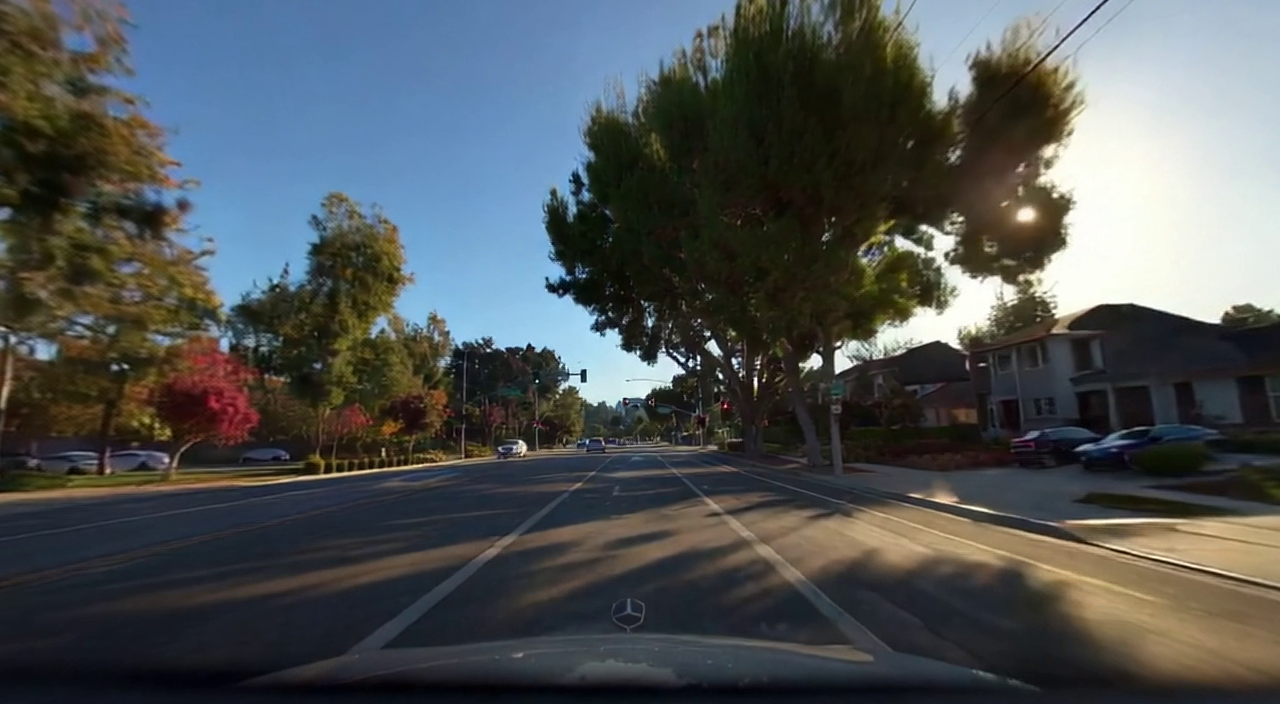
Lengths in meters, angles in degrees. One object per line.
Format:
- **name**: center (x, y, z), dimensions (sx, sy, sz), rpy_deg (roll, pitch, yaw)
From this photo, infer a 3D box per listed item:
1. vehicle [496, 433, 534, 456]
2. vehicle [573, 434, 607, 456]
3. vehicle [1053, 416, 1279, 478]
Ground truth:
- **vehicle**: center (-9.641, 7.202, 48.857), dimensions (2.098, 1.695, 4.475), rpy_deg (0, -8, -1)
- **vehicle**: center (-3.492, 6.651, 45.099), dimensions (2.085, 1.460, 4.516), rpy_deg (0, -8, 0)
- **vehicle**: center (15.046, 2.724, 18.245), dimensions (4.625, 1.467, 1.991), rpy_deg (-3, -8, 3)
